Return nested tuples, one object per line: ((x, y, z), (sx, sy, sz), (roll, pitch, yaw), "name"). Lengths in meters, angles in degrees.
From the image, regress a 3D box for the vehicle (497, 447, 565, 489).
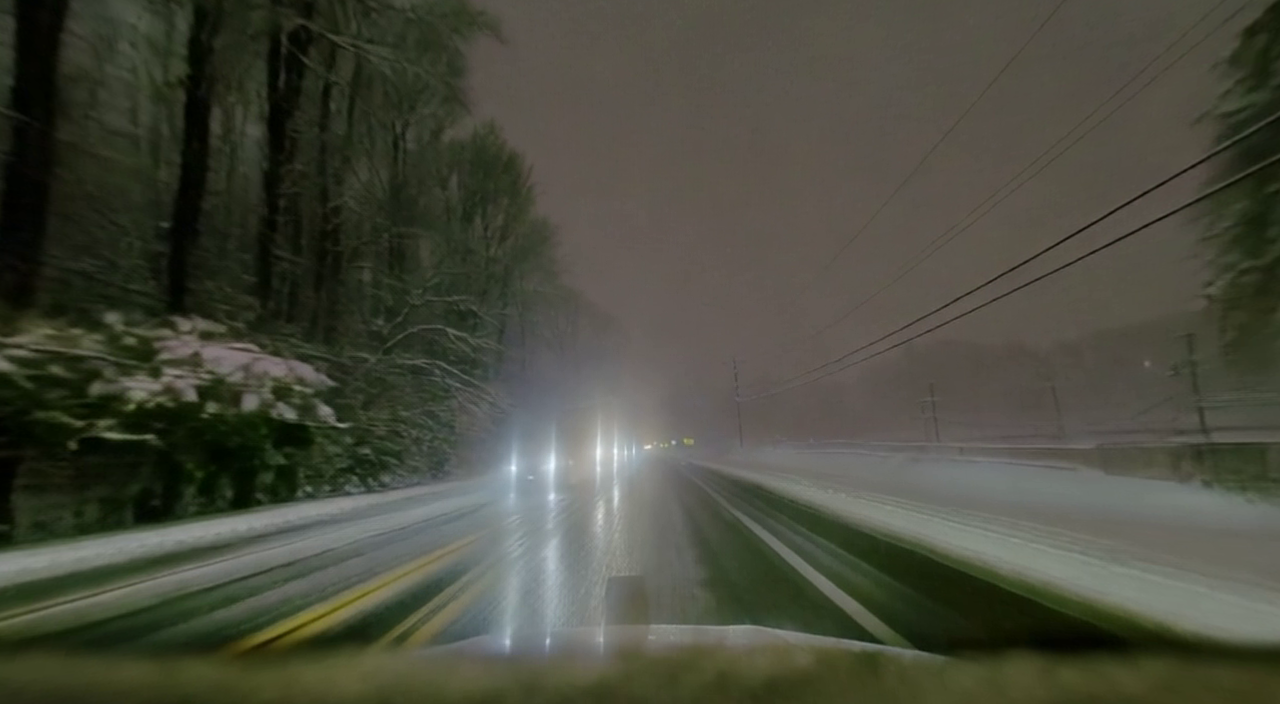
((-4.111, 4.426, 24.339), (1.816, 1.473, 3.689), (-1, -9, 2), "vehicle")
